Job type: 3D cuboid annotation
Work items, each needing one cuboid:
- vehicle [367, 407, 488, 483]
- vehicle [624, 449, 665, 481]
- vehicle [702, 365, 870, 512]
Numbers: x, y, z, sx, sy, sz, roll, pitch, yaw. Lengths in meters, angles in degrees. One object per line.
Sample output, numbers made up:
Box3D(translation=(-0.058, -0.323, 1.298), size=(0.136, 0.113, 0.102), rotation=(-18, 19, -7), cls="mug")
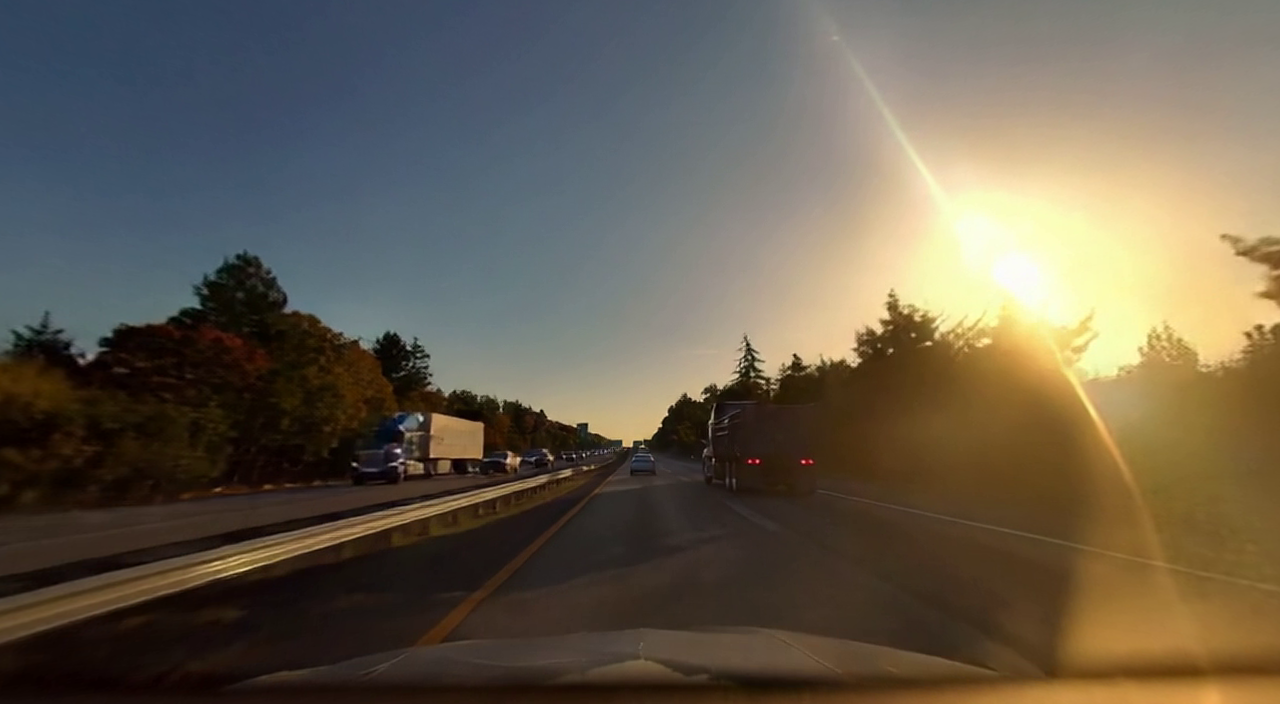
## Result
Box3D(translation=(-13.011, 6.078, 40.716), size=(2.923, 3.978, 14.760), rotation=(0, -9, -1), cls="vehicle")
Box3D(translation=(0.199, 5.620, 31.512), size=(1.939, 1.495, 3.612), rotation=(0, -9, -1), cls="vehicle")
Box3D(translation=(4.253, 3.105, 21.966), size=(2.885, 3.679, 12.102), rotation=(0, -9, 0), cls="vehicle")
